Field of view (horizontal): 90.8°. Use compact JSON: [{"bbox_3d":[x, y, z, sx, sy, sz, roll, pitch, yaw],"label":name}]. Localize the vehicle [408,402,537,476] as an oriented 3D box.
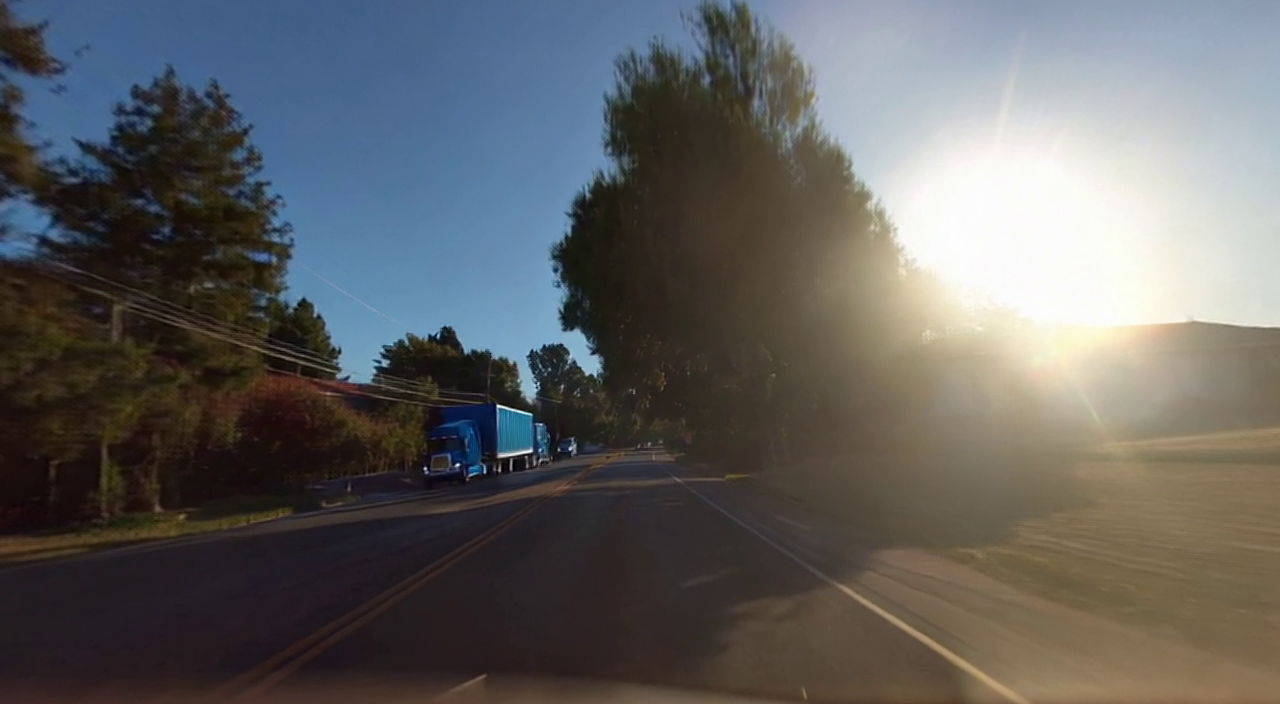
[{"bbox_3d":[-9.689,5.495,38.160,5.596,3.130,8.972,-4,-14,-2],"label":"vehicle"}]
